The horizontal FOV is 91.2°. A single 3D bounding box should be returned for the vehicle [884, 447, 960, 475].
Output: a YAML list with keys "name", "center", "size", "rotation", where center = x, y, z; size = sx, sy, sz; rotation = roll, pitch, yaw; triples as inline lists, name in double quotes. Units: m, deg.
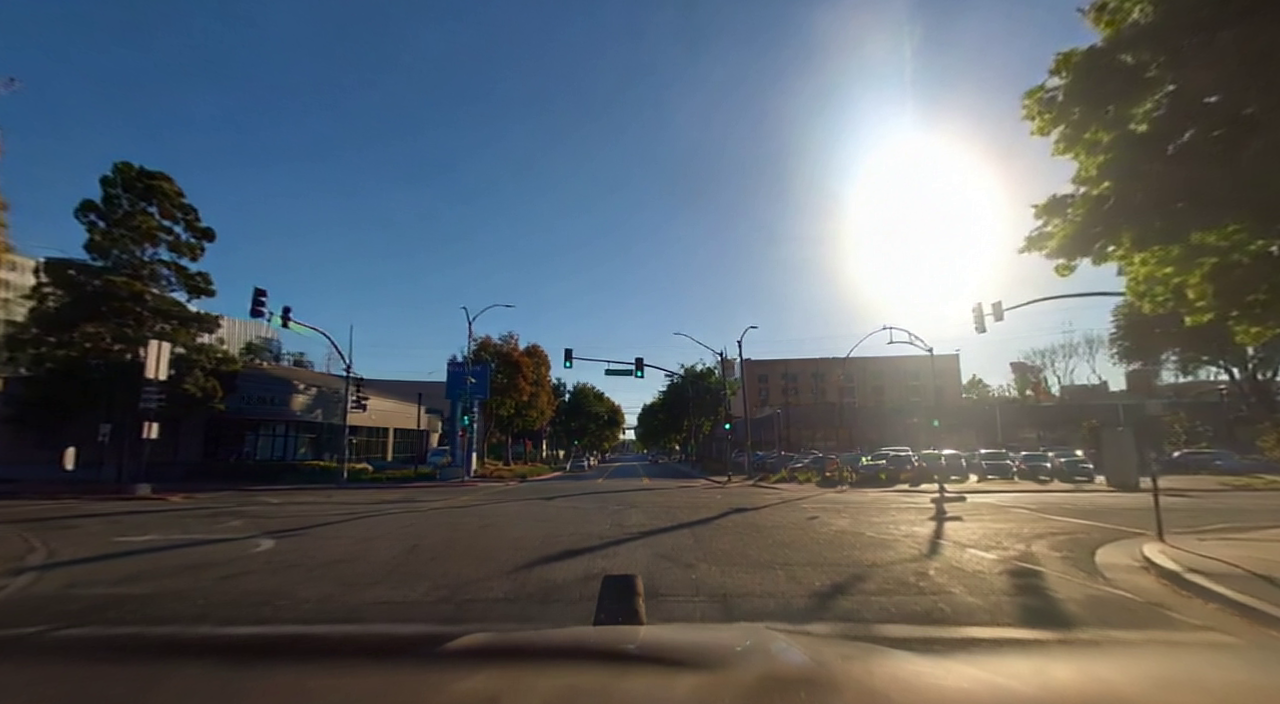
- name: "vehicle"
  center: [16.490, 6.325, 36.577]
  size: [4.522, 1.546, 1.941]
  rotation: [6, -11, -36]

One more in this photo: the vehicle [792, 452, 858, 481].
- name: "vehicle"
  center: [10.705, 6.537, 36.112]
  size: [1.955, 1.508, 4.295]
  rotation: [-8, -12, 41]

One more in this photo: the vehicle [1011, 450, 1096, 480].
- name: "vehicle"
  center: [20.598, 5.618, 31.389]
  size: [1.851, 1.388, 3.475]
  rotation: [0, -8, 1]

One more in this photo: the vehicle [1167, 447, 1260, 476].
- name: "vehicle"
  center: [28.578, 5.462, 31.362]
  size: [1.591, 1.332, 3.202]
  rotation: [-2, -9, 1]

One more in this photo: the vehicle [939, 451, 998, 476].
- name: "vehicle"
  center: [21.379, 7.237, 40.950]
  size: [1.923, 1.463, 3.758]
  rotation: [-1, -8, 3]
